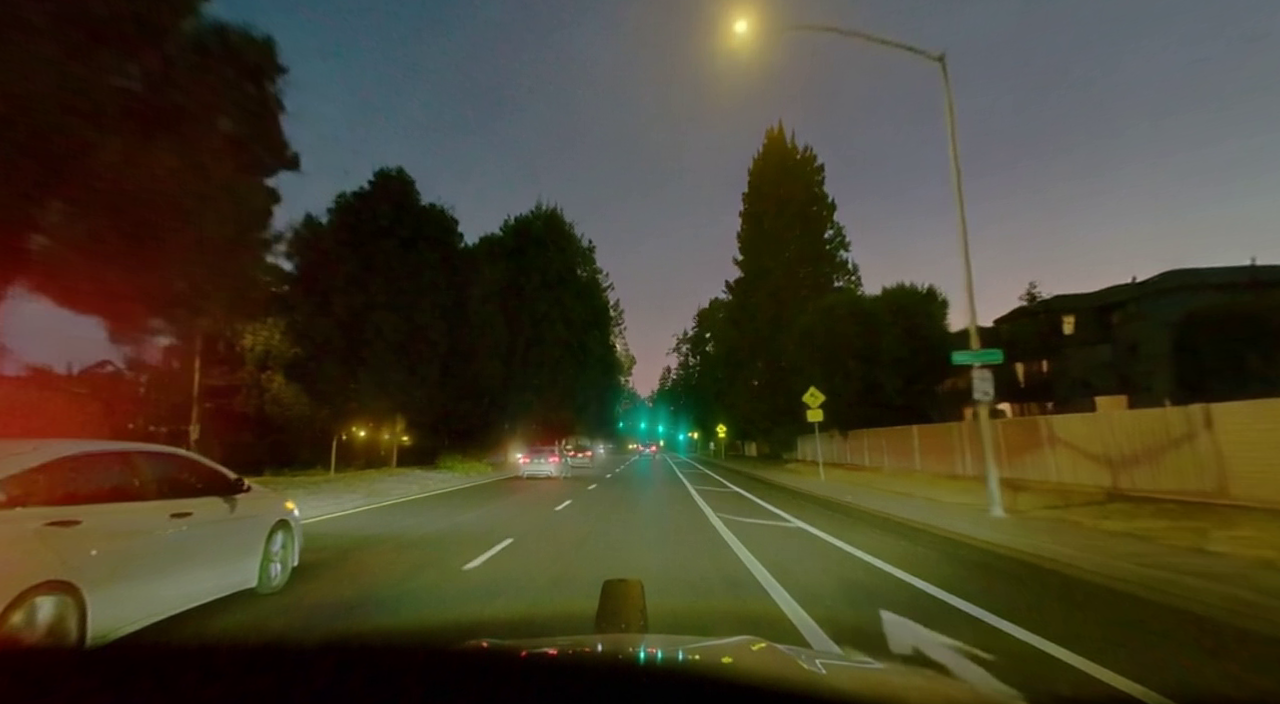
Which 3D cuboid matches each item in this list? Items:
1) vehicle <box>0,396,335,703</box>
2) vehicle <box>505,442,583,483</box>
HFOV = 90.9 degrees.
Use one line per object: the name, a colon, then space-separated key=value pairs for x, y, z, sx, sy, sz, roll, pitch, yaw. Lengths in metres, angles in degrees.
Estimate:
vehicle: x=-4.104 y=1.084 z=3.594 sx=2.190 sy=1.545 sz=4.943 roll=0 pitch=-8 yaw=1
vehicle: x=-3.704 y=4.355 z=25.245 sx=2.188 sy=1.473 sz=4.651 roll=0 pitch=-8 yaw=2
